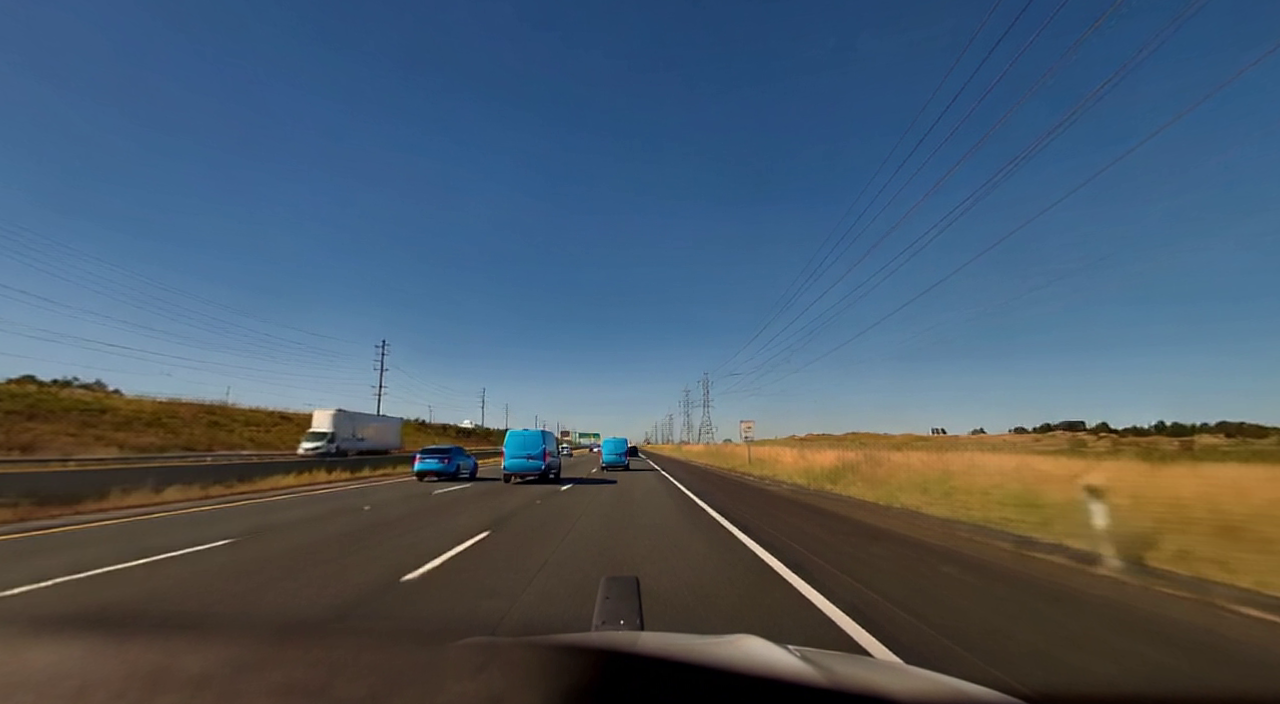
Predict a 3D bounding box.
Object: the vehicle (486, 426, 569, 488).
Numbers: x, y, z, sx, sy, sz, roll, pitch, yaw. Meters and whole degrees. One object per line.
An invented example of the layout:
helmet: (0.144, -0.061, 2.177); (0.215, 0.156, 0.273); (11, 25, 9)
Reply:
vehicle: (-3.961, 3.836, 23.211); (2.145, 2.010, 4.980); (0, -9, -1)

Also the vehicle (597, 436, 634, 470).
vehicle: (-1.547, 6.459, 40.397); (2.197, 2.011, 5.130); (0, -9, -2)

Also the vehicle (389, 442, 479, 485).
vehicle: (-8.011, 4.380, 25.079); (1.975, 1.540, 4.759); (0, -9, 0)

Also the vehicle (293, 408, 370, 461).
vehicle: (-24.113, 6.564, 49.675); (3.020, 3.938, 5.806); (0, -9, -1)
